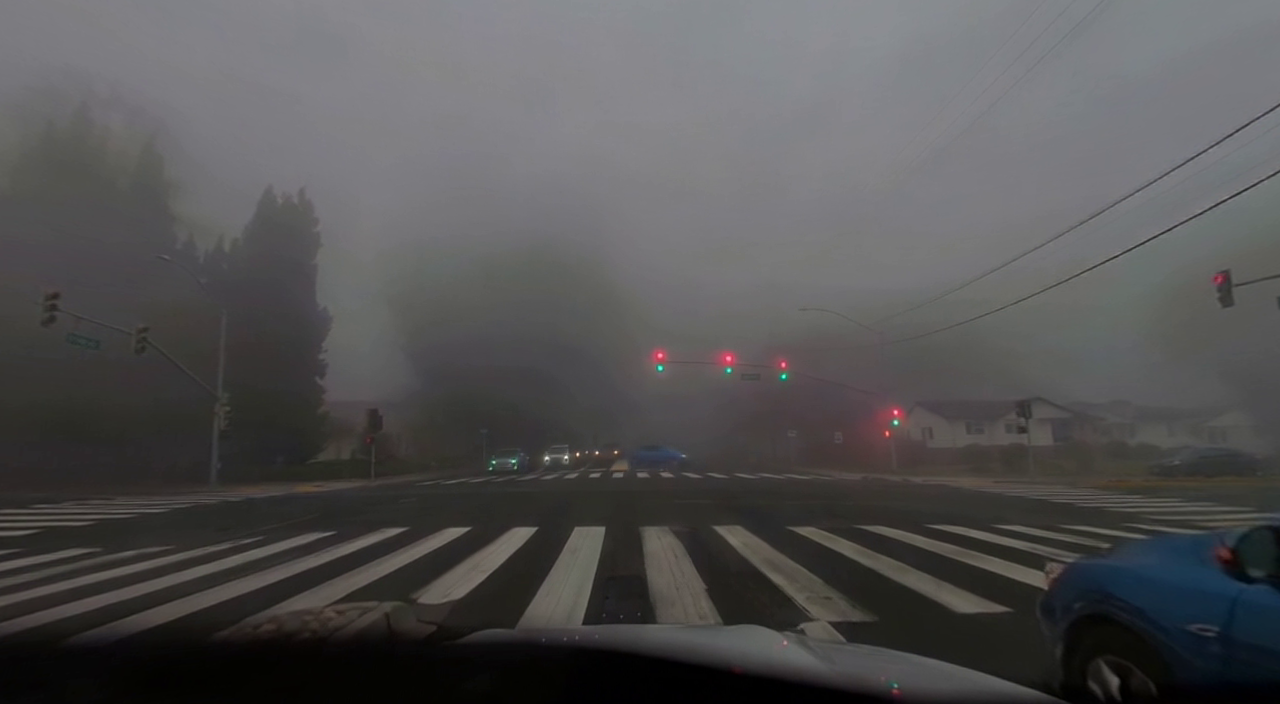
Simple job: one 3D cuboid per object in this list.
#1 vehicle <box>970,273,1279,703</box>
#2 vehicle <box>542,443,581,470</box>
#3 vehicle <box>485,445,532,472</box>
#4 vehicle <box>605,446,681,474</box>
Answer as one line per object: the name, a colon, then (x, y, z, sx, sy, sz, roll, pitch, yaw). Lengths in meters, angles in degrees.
vehicle: (2.715, 0.554, 0.661, 2.085, 1.800, 4.908, 0, -9, 0)
vehicle: (-5.326, 7.130, 43.226, 2.091, 1.707, 4.157, 0, -9, 1)
vehicle: (-8.732, 7.105, 42.500, 2.028, 1.654, 5.027, 0, -9, 0)
vehicle: (0.129, 6.109, 36.034, 2.046, 1.491, 4.118, 8, -12, -42)
